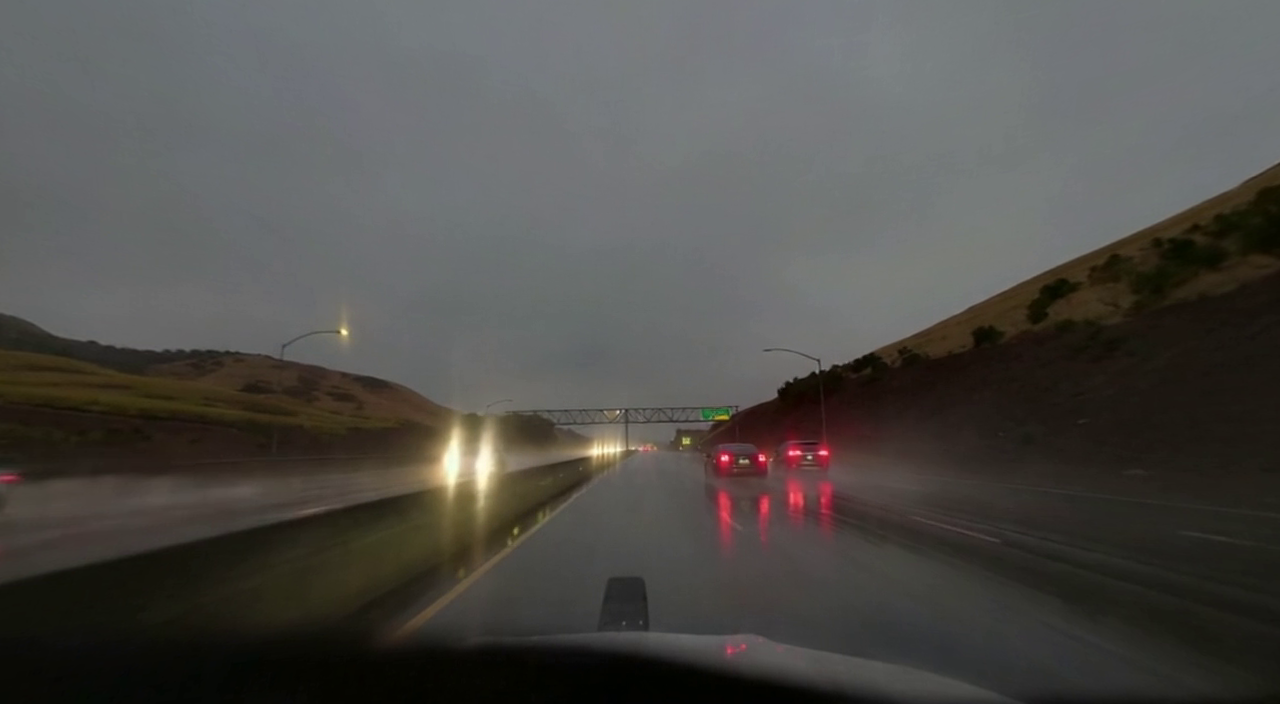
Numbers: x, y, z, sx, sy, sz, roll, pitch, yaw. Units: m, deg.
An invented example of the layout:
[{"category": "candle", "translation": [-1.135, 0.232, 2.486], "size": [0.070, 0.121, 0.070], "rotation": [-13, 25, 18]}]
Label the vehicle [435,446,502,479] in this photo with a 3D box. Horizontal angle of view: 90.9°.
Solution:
[{"category": "vehicle", "translation": [-8.690, 5.645, 32.403], "size": [2.163, 1.544, 4.355], "rotation": [0, -8, 0]}]

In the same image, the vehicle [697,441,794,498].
[{"category": "vehicle", "translation": [2.874, 3.303, 18.177], "size": [2.044, 1.444, 4.216], "rotation": [0, -8, -1]}]

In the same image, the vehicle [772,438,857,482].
[{"category": "vehicle", "translation": [6.719, 4.195, 24.890], "size": [1.988, 1.530, 4.777], "rotation": [0, -8, 0]}]
